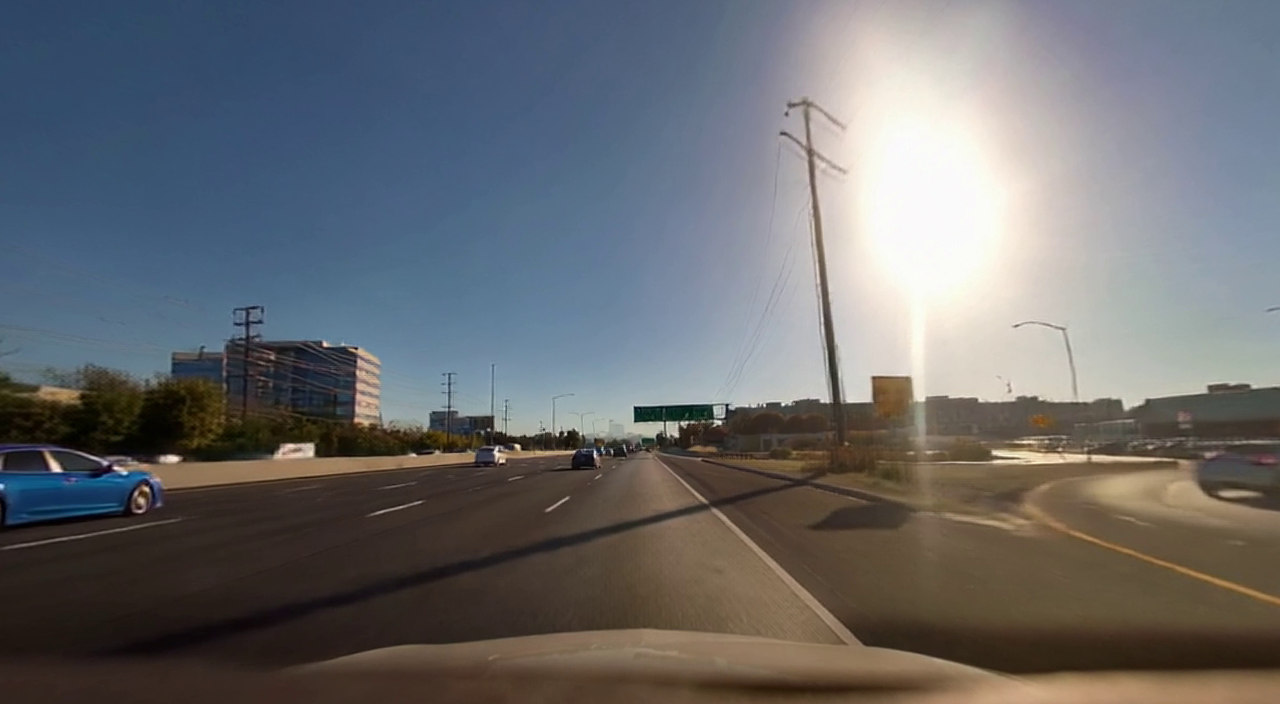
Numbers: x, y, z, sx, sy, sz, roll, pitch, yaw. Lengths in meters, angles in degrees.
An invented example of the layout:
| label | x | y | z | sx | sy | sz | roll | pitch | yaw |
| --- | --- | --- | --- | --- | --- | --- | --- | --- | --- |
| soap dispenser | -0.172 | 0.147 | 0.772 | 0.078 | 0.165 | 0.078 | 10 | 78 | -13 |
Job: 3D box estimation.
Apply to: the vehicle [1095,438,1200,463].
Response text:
| label | x | y | z | sx | sy | sz | roll | pitch | yaw |
| --- | --- | --- | --- | --- | --- | --- | --- | --- | --- |
| vehicle | 32.992 | 6.453 | 41.186 | 4.798 | 1.545 | 2.042 | -3 | -9 | 18 |

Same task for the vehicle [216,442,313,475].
| label | x | y | z | sx | sy | sz | roll | pitch | yaw |
| --- | --- | --- | --- | --- | --- | --- | --- | --- | --- |
| vehicle | -22.412 | 6.395 | 38.038 | 2.197 | 1.815 | 5.802 | 0 | -9 | 1 |

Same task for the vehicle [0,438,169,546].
| label | x | y | z | sx | sy | sz | roll | pitch | yaw |
| --- | --- | --- | --- | --- | --- | --- | --- | --- | --- |
| vehicle | -10.191 | 2.116 | 9.747 | 2.002 | 1.526 | 4.822 | 0 | -9 | 1 |

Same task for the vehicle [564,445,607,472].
| label | x | y | z | sx | sy | sz | roll | pitch | yaw |
| --- | --- | --- | --- | --- | --- | --- | --- | --- | --- |
| vehicle | -3.121 | 6.248 | 37.089 | 2.050 | 1.479 | 4.342 | 0 | -9 | 1 |

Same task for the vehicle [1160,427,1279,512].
| label | x | y | z | sx | sy | sz | roll | pitch | yaw |
| --- | --- | --- | --- | --- | --- | --- | --- | --- | --- |
| vehicle | 14.985 | 2.833 | 15.630 | 2.127 | 1.815 | 4.777 | -4 | -10 | 27 |

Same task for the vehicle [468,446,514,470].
| label | x | y | z | sx | sy | sz | roll | pitch | yaw |
| --- | --- | --- | --- | --- | --- | --- | --- | --- | --- |
| vehicle | -9.809 | 7.012 | 41.794 | 1.930 | 1.490 | 3.955 | 0 | -9 | 1 |
